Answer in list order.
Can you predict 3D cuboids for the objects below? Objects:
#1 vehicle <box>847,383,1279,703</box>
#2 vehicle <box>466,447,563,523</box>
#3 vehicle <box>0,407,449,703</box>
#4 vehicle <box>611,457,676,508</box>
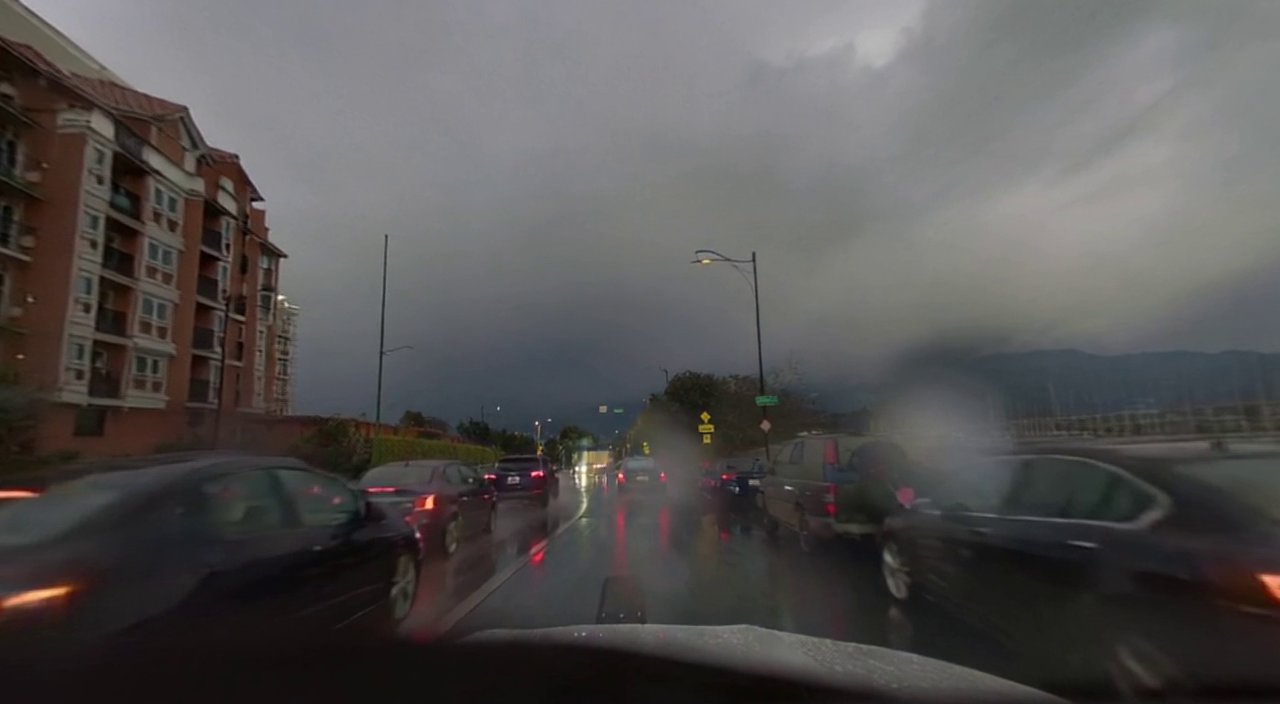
[{"bbox_3d":[2.951,1.147,3.841,1.933,1.501,4.349,0,-9,1],"label":"vehicle"},{"bbox_3d":[-2.979,3.191,15.580,1.778,1.638,3.059,0,-9,-1],"label":"vehicle"},{"bbox_3d":[-2.760,1.158,3.357,2.109,1.477,4.509,0,-9,-1],"label":"vehicle"},{"bbox_3d":[0.049,4.362,21.478,2.026,1.496,3.701,0,-9,-2],"label":"vehicle"}]
